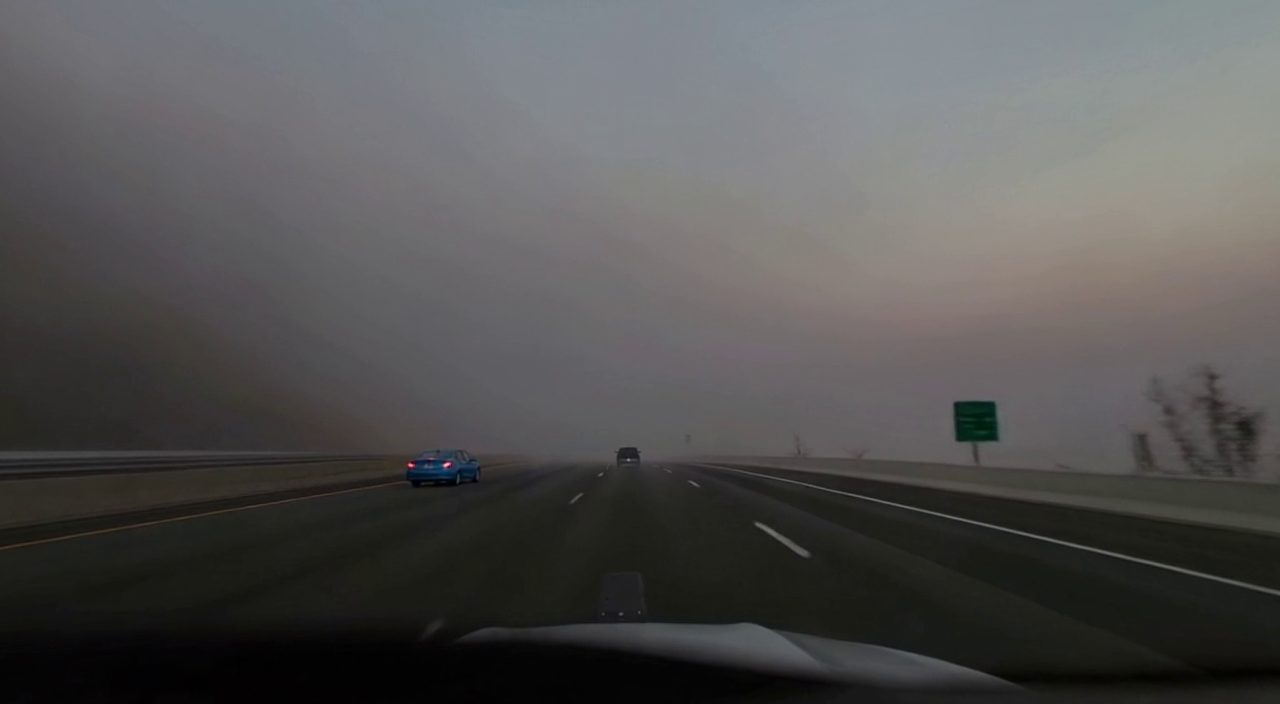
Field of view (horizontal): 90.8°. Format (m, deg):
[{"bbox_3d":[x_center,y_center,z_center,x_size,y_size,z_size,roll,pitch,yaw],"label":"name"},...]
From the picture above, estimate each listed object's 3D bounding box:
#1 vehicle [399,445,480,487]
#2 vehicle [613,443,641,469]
[{"bbox_3d":[-7.694,4.388,24.677,1.915,1.479,3.843,0,-9,-1],"label":"vehicle"},{"bbox_3d":[-1.044,8.021,48.863,1.990,1.878,4.079,0,-9,-3],"label":"vehicle"}]
